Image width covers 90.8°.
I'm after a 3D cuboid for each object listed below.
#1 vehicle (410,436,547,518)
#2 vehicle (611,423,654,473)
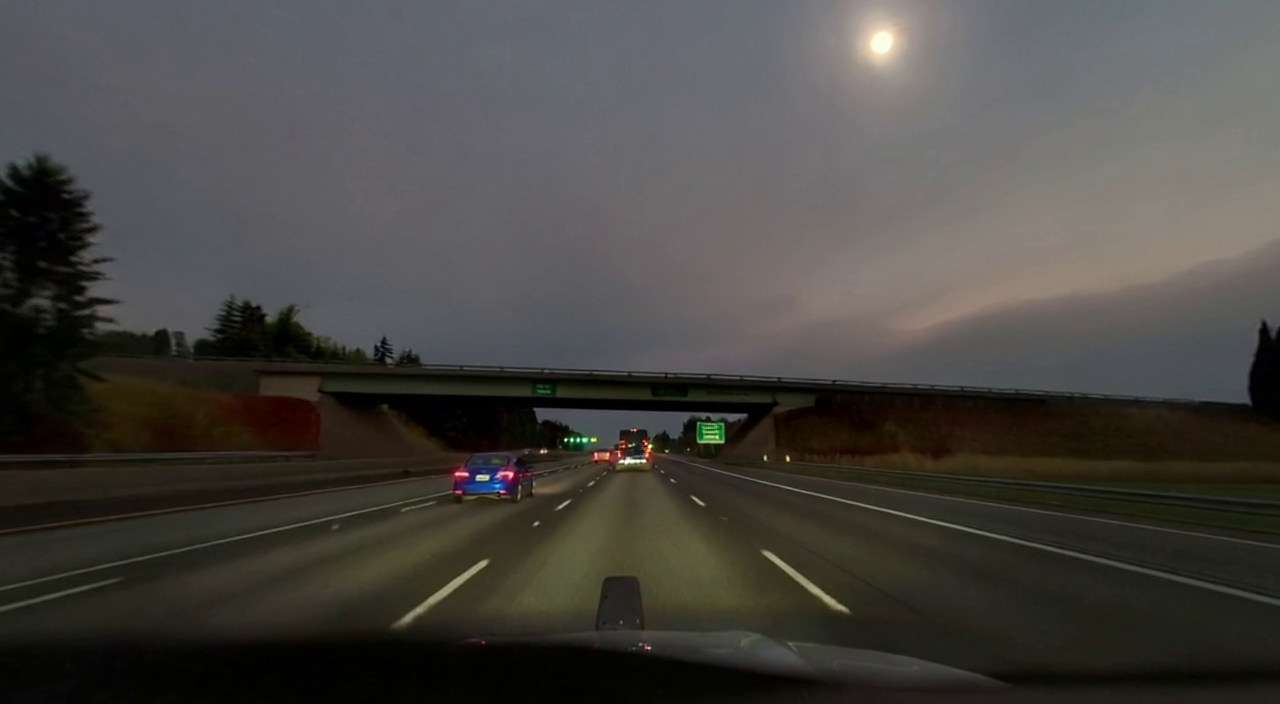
[{"bbox_3d":[-3.594,2.862,14.955,2.088,1.643,4.215,0,-9,0],"label":"vehicle"},{"bbox_3d":[-0.505,6.432,42.439,2.672,3.056,6.900,0,-9,-1],"label":"vehicle"}]
